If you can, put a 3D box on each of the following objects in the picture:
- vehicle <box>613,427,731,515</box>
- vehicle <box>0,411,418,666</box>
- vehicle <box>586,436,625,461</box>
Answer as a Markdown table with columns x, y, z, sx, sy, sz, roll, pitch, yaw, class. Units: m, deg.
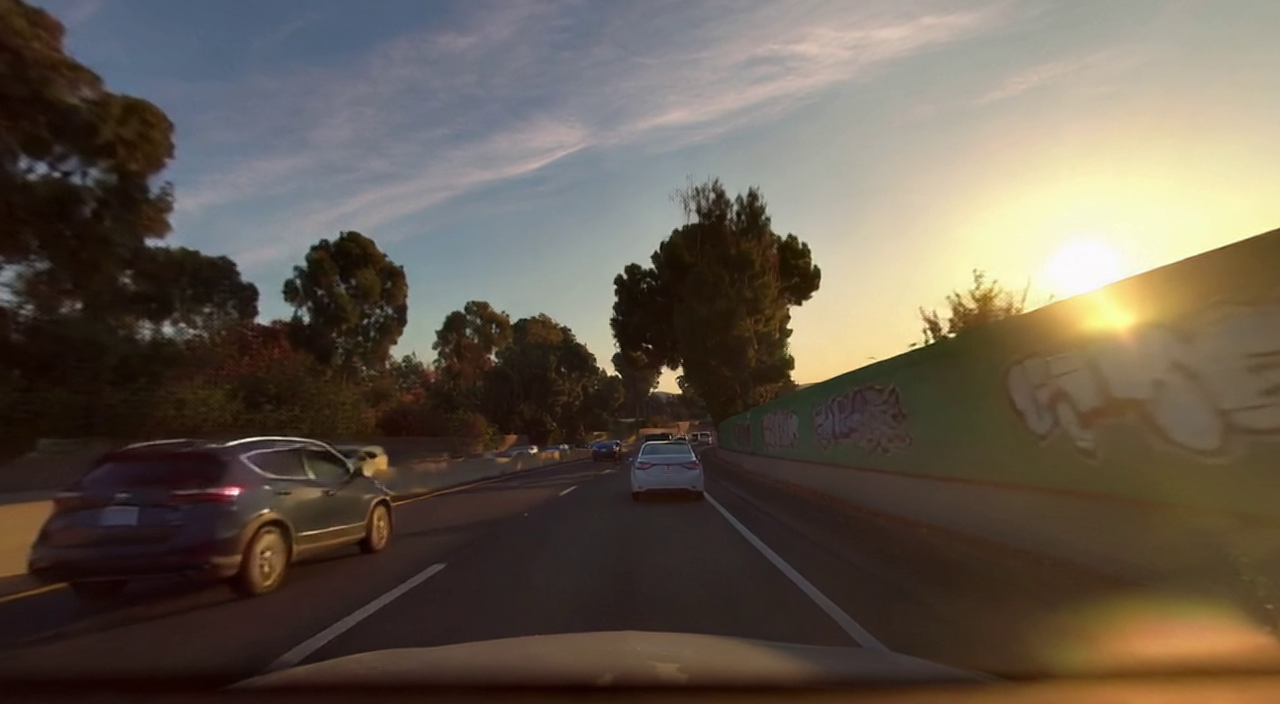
| x | y | z | sx | sy | sz | roll | pitch | yaw | class |
| --- | --- | --- | --- | --- | --- | --- | --- | --- | --- |
| 0.578 | 2.376 | 13.079 | 2.077 | 1.533 | 3.854 | 0 | -8 | 0 | vehicle |
| -3.881 | 1.390 | 5.823 | 2.059 | 1.471 | 4.152 | 0 | -8 | 1 | vehicle |
| -2.197 | 6.345 | 41.427 | 2.105 | 1.571 | 3.727 | -1 | -8 | 4 | vehicle |
